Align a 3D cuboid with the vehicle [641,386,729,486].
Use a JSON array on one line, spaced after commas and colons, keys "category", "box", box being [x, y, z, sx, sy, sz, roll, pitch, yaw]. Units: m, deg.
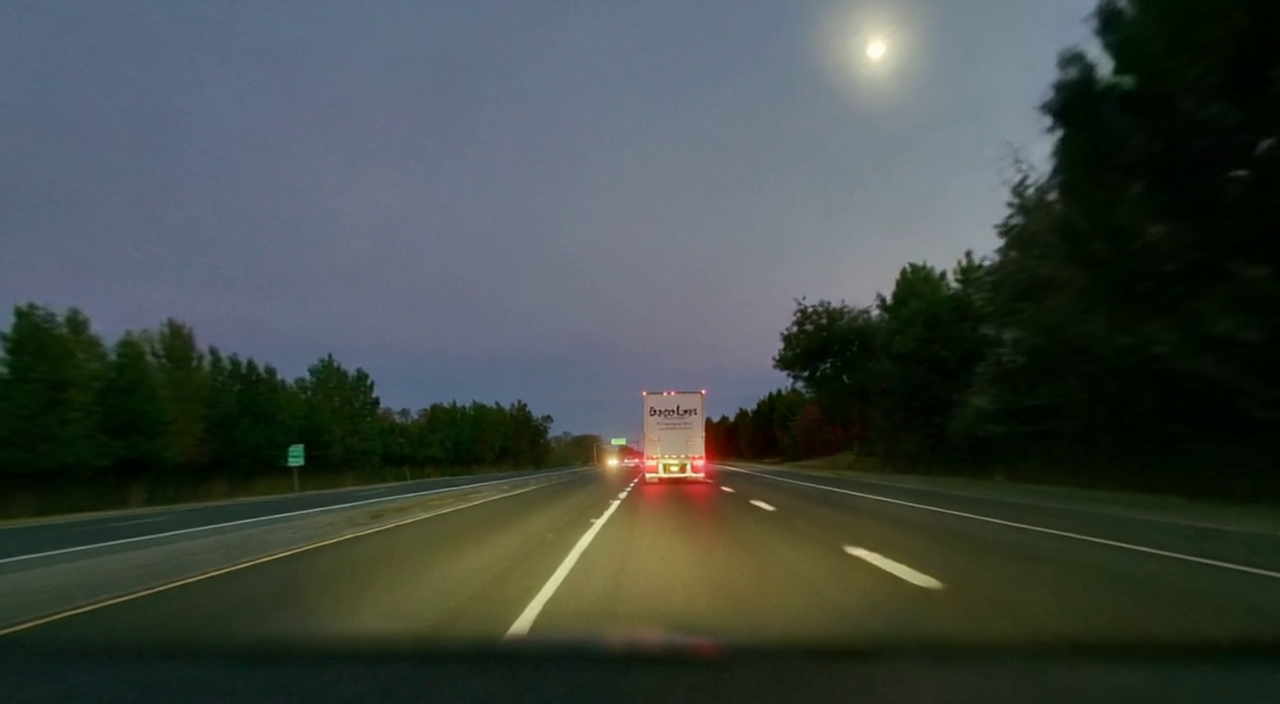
[{"category": "vehicle", "box": [2.110, 4.774, 34.428, 3.537, 4.071, 17.399, -1, -9, 2]}]
